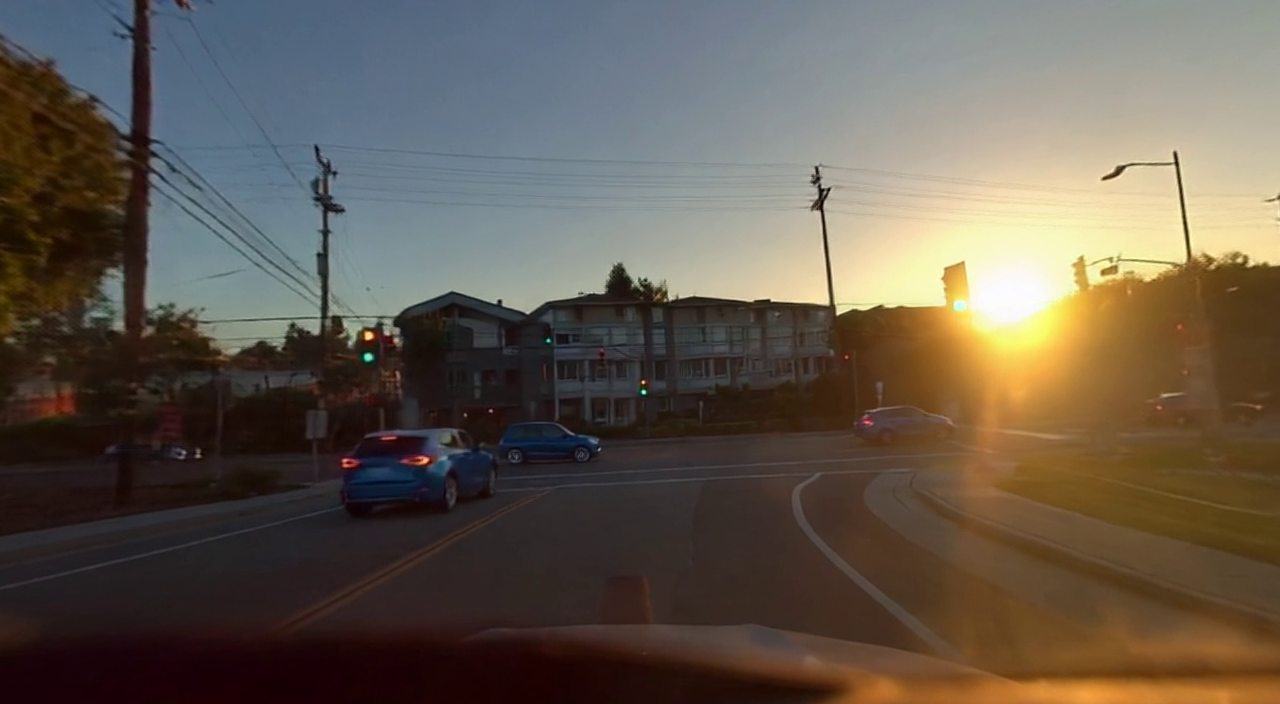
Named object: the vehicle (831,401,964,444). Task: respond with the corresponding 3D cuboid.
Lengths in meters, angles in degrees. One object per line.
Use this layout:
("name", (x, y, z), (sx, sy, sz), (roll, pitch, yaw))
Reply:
("vehicle", (10.607, 2.956, 26.248), (4.636, 1.668, 1.935), (-1, -8, 2))

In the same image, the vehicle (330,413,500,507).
("vehicle", (-4.724, 2.359, 14.137), (1.928, 1.726, 4.704), (-1, -9, 2))

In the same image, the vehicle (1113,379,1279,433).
("vehicle", (22.794, 2.262, 25.798), (4.950, 2.022, 2.221), (0, -8, 1))

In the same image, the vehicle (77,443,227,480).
("vehicle", (-20.376, 4.575, 26.479), (4.610, 1.476, 2.021), (0, -8, 0))

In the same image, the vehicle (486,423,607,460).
("vehicle", (-3.859, 3.756, 26.584), (4.757, 1.442, 1.858), (-1, -6, 1))
